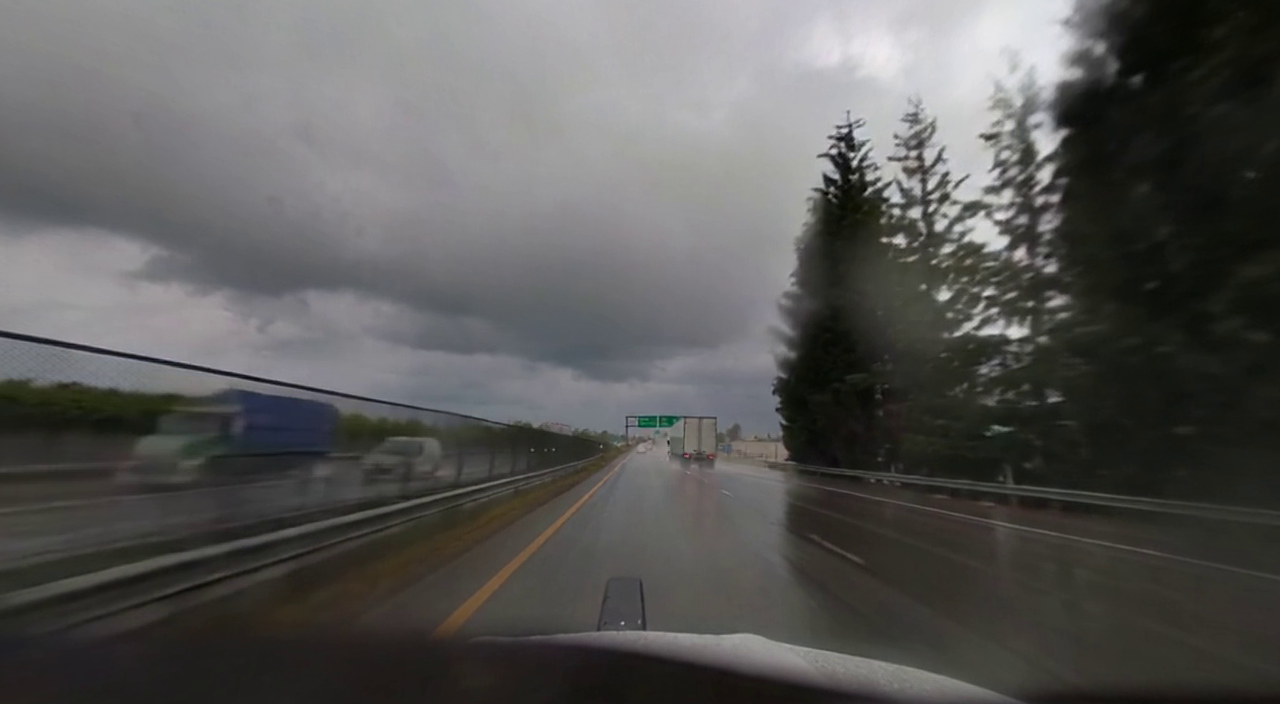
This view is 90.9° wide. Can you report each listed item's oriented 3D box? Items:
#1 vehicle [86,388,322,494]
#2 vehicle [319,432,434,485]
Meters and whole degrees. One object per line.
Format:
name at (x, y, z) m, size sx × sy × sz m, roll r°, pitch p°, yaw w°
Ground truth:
vehicle at (-12.388, 2.668, 18.781) m, size 2.397 × 2.585 × 6.311 m, roll 0°, pitch -9°, yaw 1°
vehicle at (-8.206, 3.361, 20.082) m, size 1.864 × 1.492 × 4.032 m, roll 0°, pitch -9°, yaw 1°
